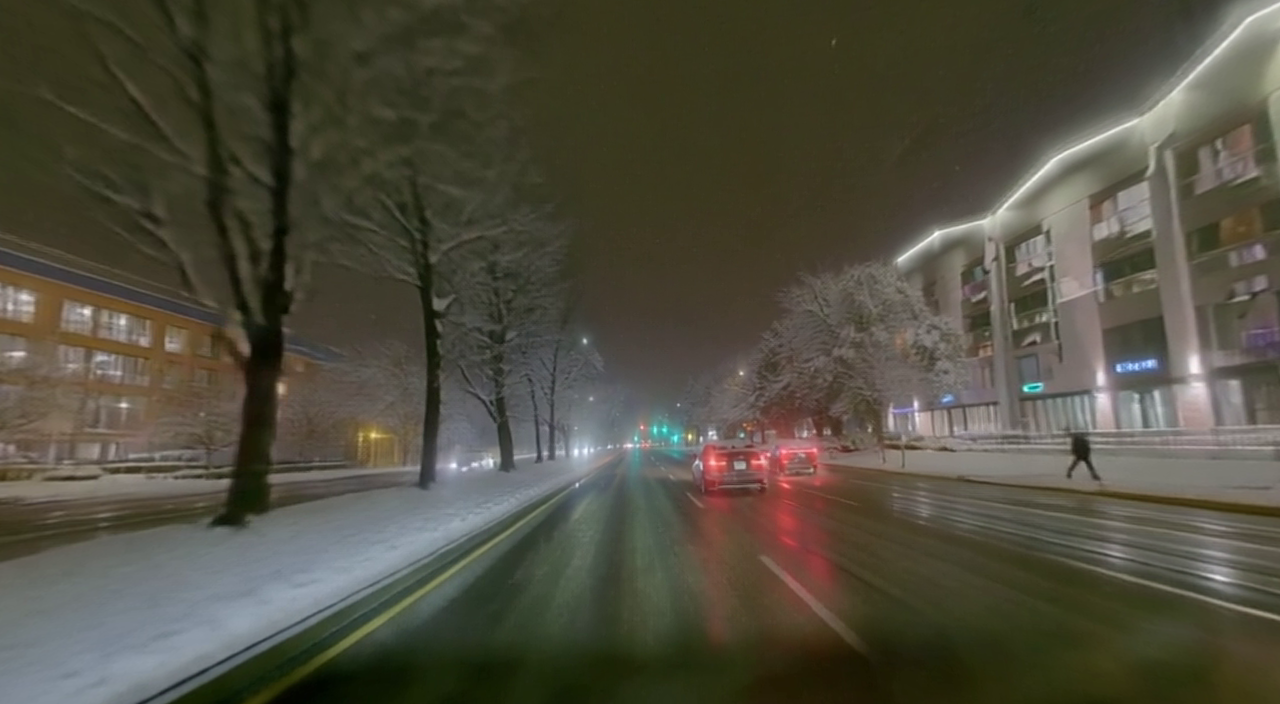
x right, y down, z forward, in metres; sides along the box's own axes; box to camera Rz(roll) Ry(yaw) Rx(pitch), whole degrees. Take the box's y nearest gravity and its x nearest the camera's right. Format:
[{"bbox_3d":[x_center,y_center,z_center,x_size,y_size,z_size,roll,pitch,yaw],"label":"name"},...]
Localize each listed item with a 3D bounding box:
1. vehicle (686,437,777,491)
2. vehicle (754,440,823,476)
[{"bbox_3d":[2.754,3.505,20.183,2.131,1.491,4.496,0,-8,-1],"label":"vehicle"},{"bbox_3d":[6.370,4.575,27.608,1.912,1.411,4.380,0,-8,0],"label":"vehicle"}]
